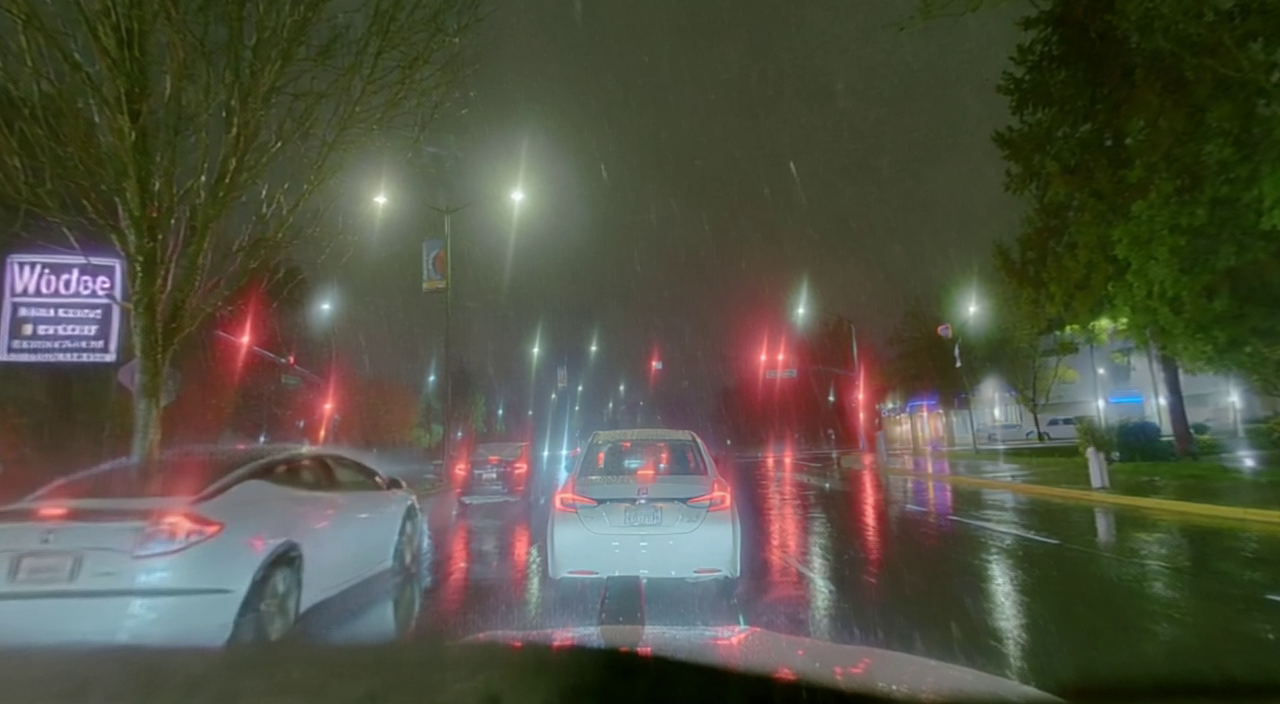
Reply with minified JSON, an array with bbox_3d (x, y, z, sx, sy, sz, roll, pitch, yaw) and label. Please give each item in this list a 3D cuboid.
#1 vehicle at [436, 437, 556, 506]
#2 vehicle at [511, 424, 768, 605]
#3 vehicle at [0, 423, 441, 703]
[{"bbox_3d":[-3.459,2.947,16.098,1.961,1.487,4.453,0,-8,1],"label":"vehicle"},{"bbox_3d":[-0.062,1.642,7.292,2.126,1.475,3.967,0,-8,-2],"label":"vehicle"},{"bbox_3d":[-3.352,1.402,5.337,1.952,1.431,4.383,0,-8,-1],"label":"vehicle"}]
